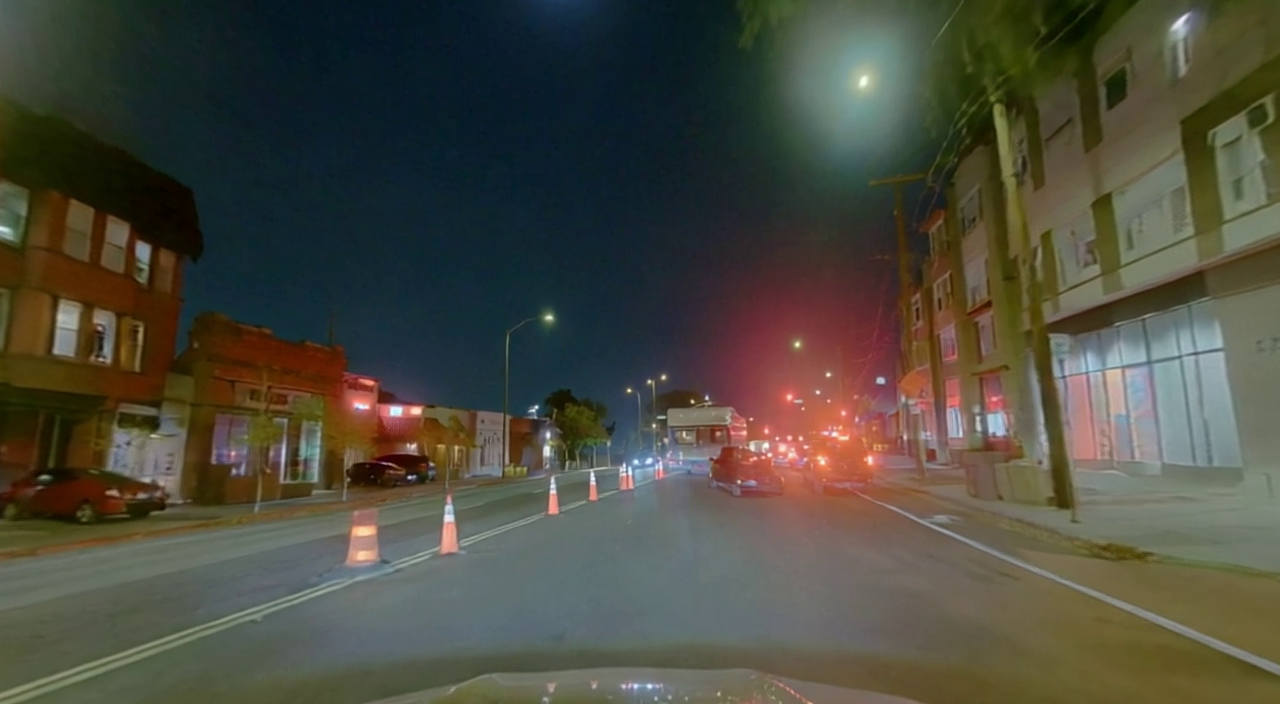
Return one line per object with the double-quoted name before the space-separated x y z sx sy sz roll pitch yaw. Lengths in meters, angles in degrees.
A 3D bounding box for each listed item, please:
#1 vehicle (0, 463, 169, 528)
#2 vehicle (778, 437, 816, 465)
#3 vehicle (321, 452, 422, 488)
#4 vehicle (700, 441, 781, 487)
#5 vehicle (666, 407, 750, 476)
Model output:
"vehicle" -16.130 3.881 17.436 4.952 1.510 2.115 -2 -9 11
"vehicle" 11.845 7.441 47.491 2.110 1.942 4.376 -3 -9 22
"vehicle" -13.729 6.025 32.394 4.397 1.698 1.932 -2 -9 12
"vehicle" 3.560 4.051 23.198 2.159 1.506 4.086 0 -8 -2
"vehicle" 4.327 5.222 36.606 2.977 3.271 12.748 -2 -9 14
